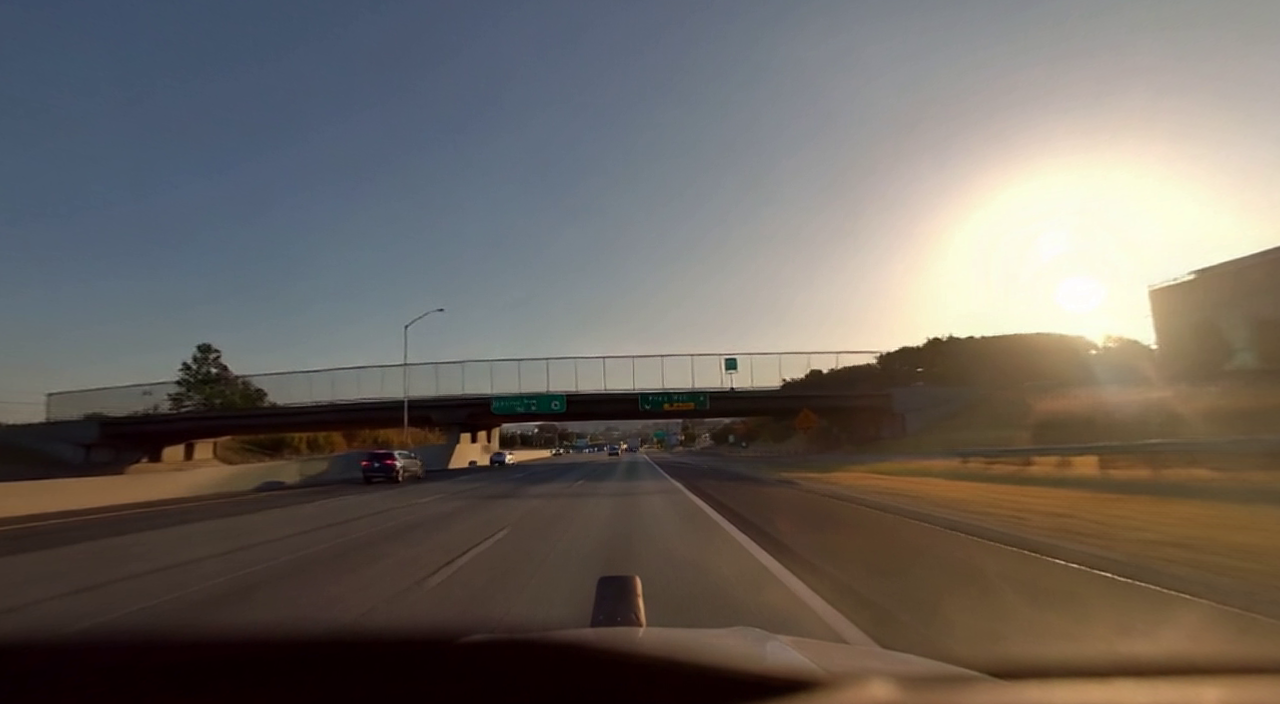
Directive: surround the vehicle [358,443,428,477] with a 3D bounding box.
[{"bbox_3d":[-14.404,6.314,37.234,2.049,1.792,5.177,0,-9,0],"label":"vehicle"}]
